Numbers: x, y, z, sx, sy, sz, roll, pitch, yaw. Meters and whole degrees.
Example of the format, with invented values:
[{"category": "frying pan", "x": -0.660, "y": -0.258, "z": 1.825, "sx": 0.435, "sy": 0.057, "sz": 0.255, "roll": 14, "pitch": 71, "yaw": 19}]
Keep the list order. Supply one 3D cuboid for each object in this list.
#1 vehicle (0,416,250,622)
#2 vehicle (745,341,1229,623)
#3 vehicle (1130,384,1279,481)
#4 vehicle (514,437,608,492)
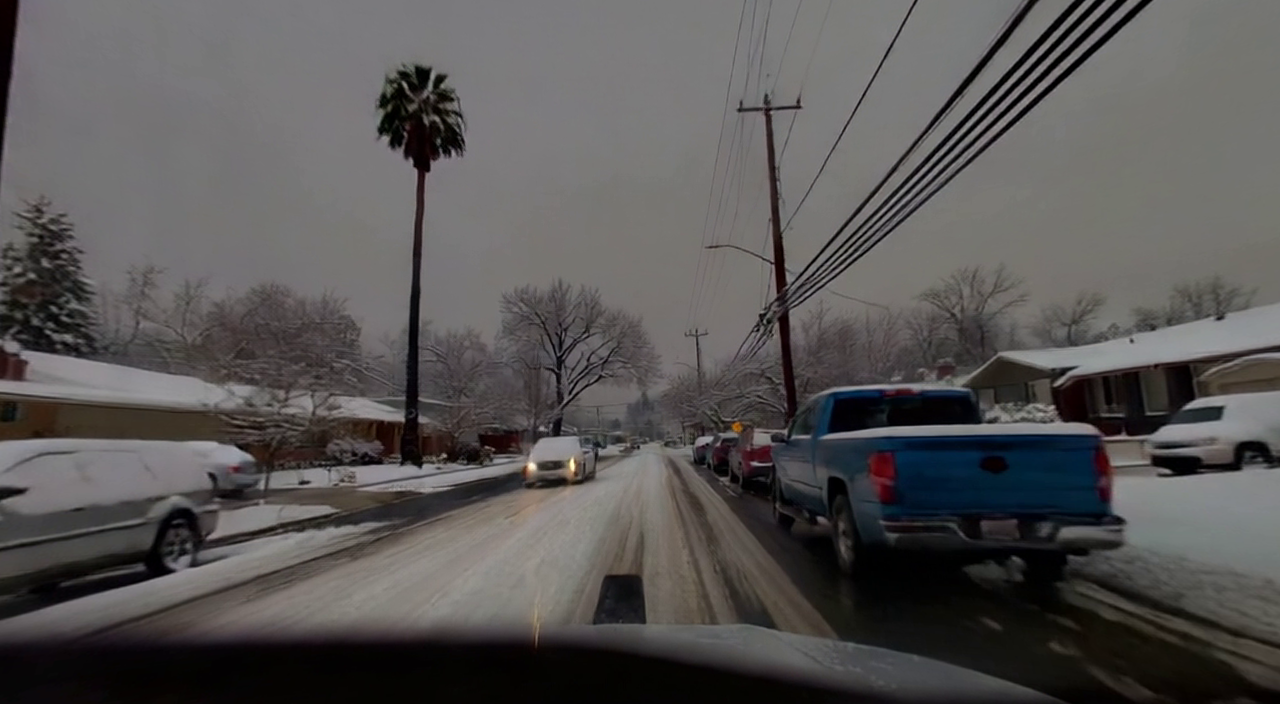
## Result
[{"category": "vehicle", "x": -6.548, "y": 1.619, "z": 6.604, "sx": 1.930, "sy": 1.784, "sz": 4.474, "roll": 0, "pitch": -8, "yaw": 2}, {"category": "vehicle", "x": 3.010, "y": 1.385, "z": 7.838, "sx": 2.437, "sy": 2.015, "sz": 6.511, "roll": 0, "pitch": -8, "yaw": 1}, {"category": "vehicle", "x": 14.318, "y": 1.722, "z": 14.109, "sx": 4.778, "sy": 1.903, "sz": 2.205, "roll": -3, "pitch": -8, "yaw": -1}, {"category": "vehicle", "x": -2.372, "y": 3.520, "z": 20.215, "sx": 2.213, "sy": 1.548, "sz": 4.370, "roll": 0, "pitch": -8, "yaw": 3}]
